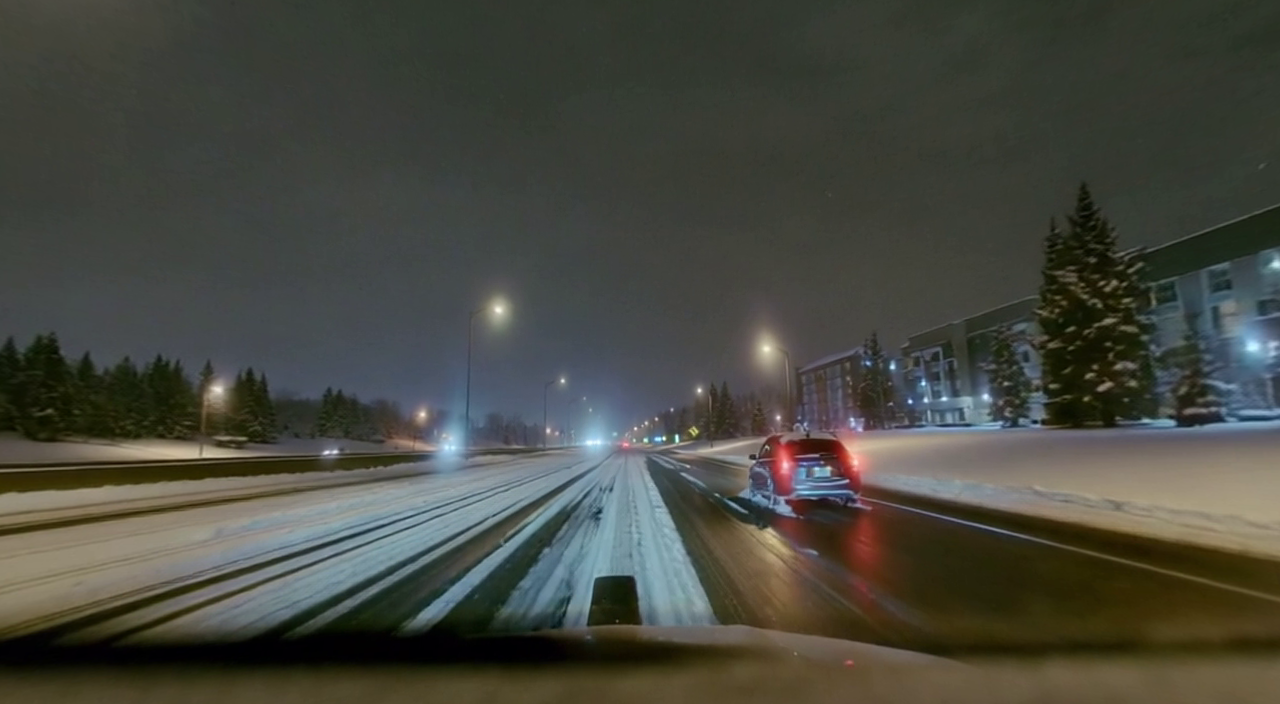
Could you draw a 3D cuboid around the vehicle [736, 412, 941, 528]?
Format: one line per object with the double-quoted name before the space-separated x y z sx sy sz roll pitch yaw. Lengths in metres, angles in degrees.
"vehicle" 3.448 2.193 12.312 2.212 1.753 5.064 0 -9 -2
